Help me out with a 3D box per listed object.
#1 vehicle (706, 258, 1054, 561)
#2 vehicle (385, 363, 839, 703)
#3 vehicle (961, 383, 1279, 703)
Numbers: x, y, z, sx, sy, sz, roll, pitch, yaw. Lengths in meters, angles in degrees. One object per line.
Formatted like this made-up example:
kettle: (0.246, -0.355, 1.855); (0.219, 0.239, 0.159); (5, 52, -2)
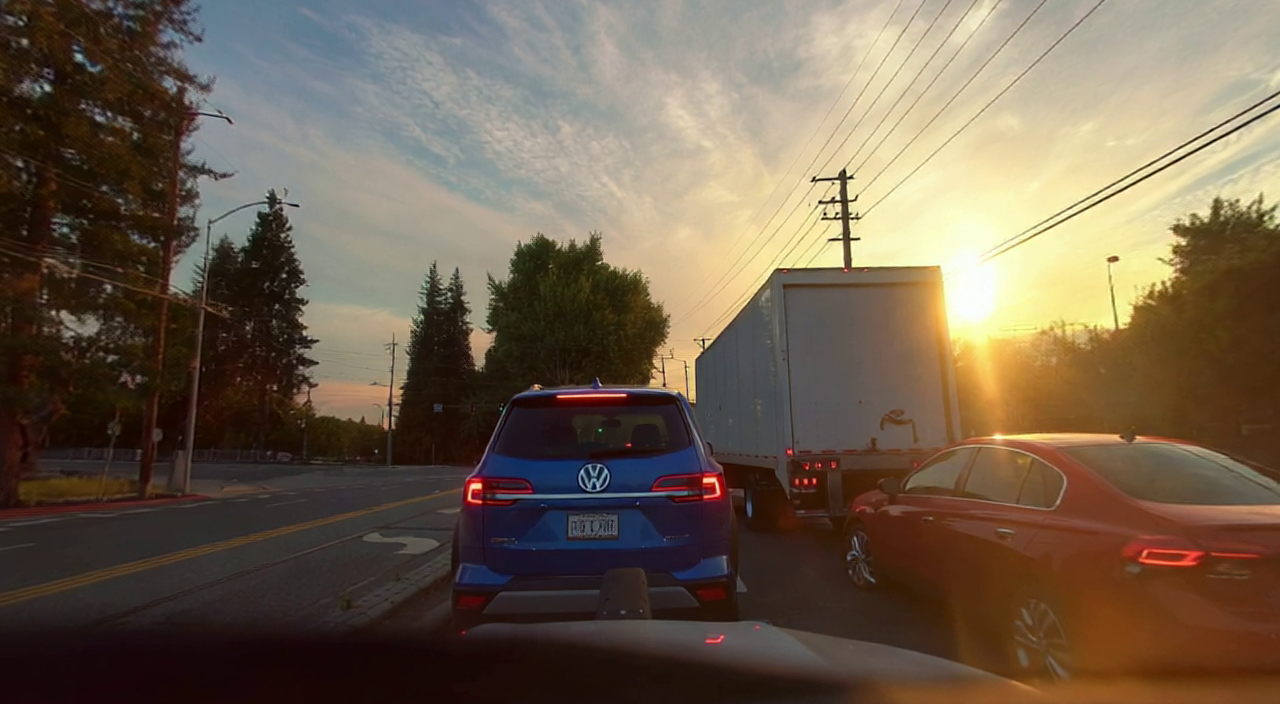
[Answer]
vehicle: (3.229, 1.254, 11.817); (2.915, 3.559, 8.848); (0, -8, 0)
vehicle: (-0.127, 1.224, 5.135); (2.114, 1.732, 4.230); (0, -8, 0)
vehicle: (2.831, 0.743, 1.192); (1.971, 1.484, 4.728); (0, -8, 0)
